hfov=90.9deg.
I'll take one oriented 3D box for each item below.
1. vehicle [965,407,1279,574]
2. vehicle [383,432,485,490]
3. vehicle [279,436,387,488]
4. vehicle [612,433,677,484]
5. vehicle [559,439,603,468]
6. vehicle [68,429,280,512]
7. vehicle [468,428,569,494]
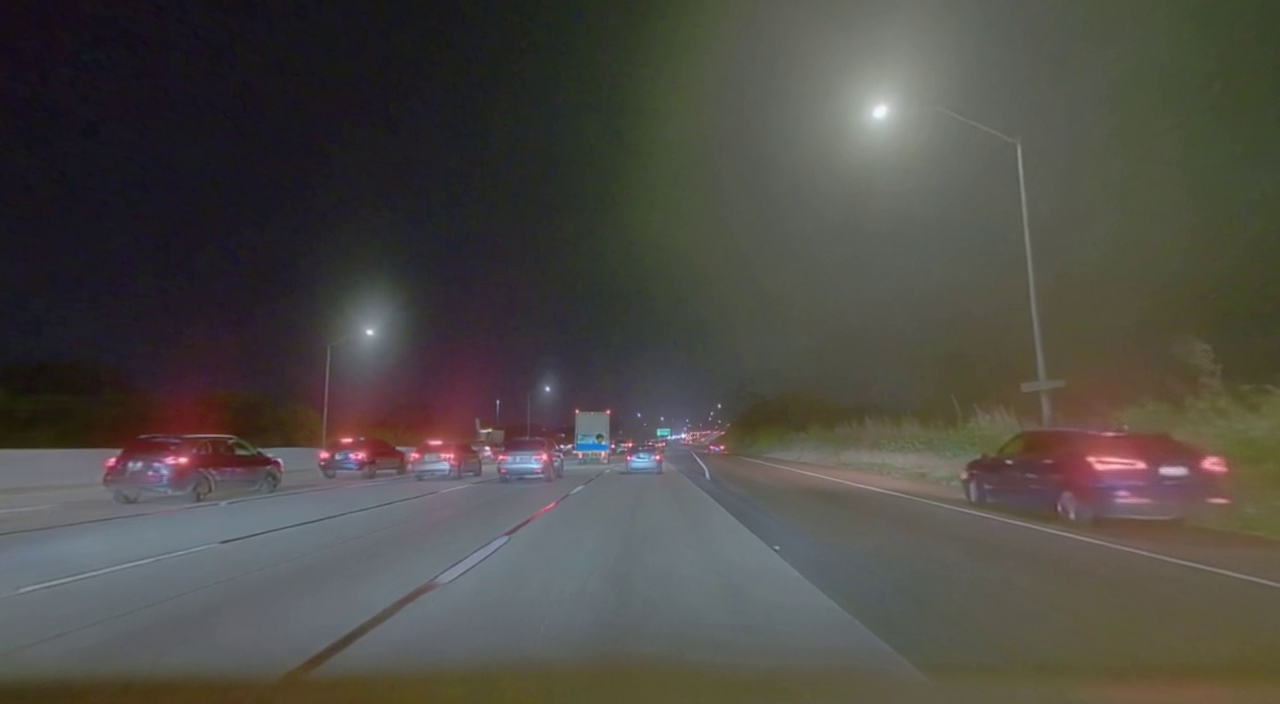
[{"bbox_3d":[6.719,1.770,8.857,2.026,1.718,4.522,0,-8,2],"label":"vehicle"},{"bbox_3d":[-6.917,3.695,21.668,1.998,1.770,4.222,0,-8,1],"label":"vehicle"},{"bbox_3d":[-10.918,3.921,22.768,1.863,1.696,3.885,0,-8,1],"label":"vehicle"},{"bbox_3d":[0.173,3.882,23.293,2.180,1.716,3.920,0,-8,1],"label":"vehicle"},{"bbox_3d":[-3.619,6.320,39.515,2.243,1.683,4.178,0,-8,1],"label":"vehicle"},{"bbox_3d":[-11.175,2.842,15.628,1.871,1.747,4.342,0,-8,0],"label":"vehicle"},{"bbox_3d":[-3.619,3.359,19.798,2.125,1.792,4.466,0,-8,2],"label":"vehicle"}]
